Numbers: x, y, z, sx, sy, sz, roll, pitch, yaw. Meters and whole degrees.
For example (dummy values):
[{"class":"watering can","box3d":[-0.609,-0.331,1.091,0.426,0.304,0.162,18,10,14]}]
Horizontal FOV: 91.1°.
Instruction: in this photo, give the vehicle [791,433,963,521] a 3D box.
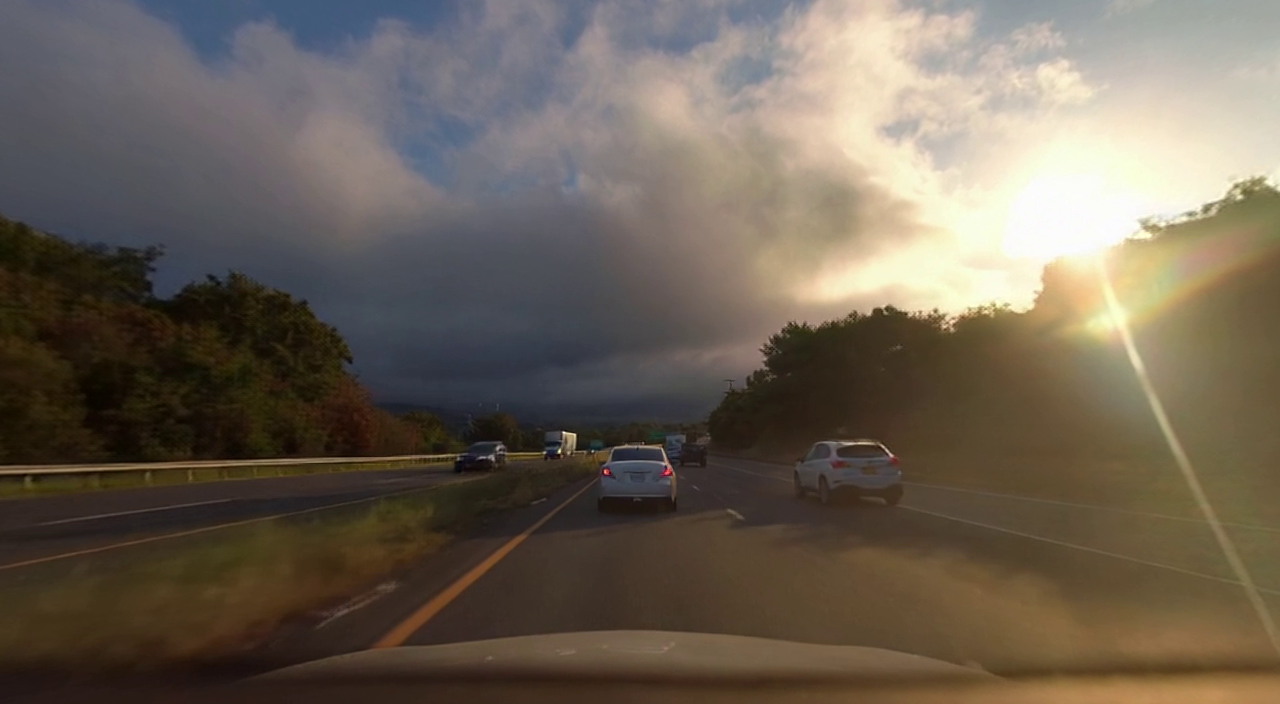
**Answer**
[{"class":"vehicle","box3d":[4.650,2.502,13.063,1.931,1.516,3.995,0,-9,-1]}]

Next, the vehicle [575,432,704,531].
[{"class":"vehicle","box3d":[-0.053,2.377,12.055,2.088,1.580,3.657,0,-9,-1]}]

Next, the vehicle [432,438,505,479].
[{"class":"vehicle","box3d":[-8.661,5.446,32.317,2.178,1.875,5.264,-1,-9,1]}]
